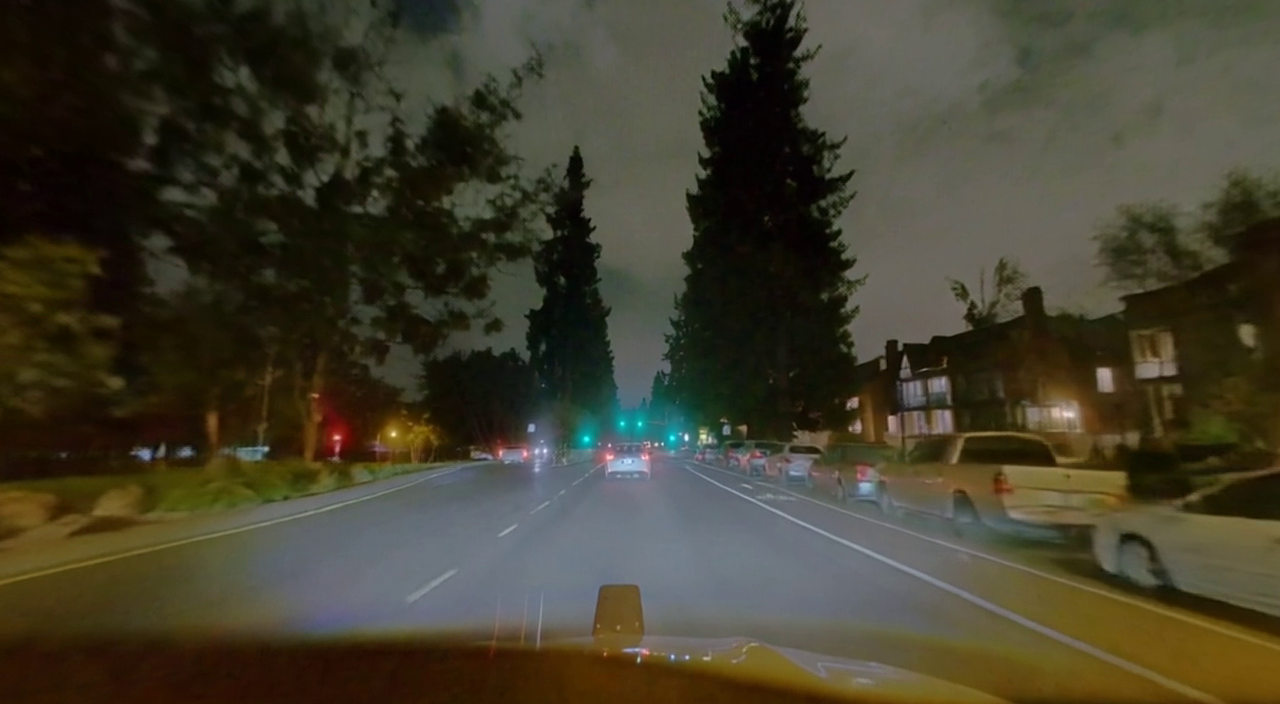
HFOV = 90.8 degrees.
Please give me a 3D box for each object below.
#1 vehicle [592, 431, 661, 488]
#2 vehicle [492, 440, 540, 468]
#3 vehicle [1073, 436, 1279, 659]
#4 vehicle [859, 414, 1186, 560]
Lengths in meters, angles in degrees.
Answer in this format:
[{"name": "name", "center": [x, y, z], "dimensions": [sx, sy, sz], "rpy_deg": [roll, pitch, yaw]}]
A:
[{"name": "vehicle", "center": [-0.450, 3.516, 21.008], "dimensions": [2.070, 1.698, 3.925], "rpy_deg": [0, -8, -1]}, {"name": "vehicle", "center": [-7.077, 5.872, 36.566], "dimensions": [2.105, 1.474, 4.808], "rpy_deg": [0, -8, -4]}, {"name": "vehicle", "center": [5.362, 1.316, 4.203], "dimensions": [2.005, 1.499, 4.108], "rpy_deg": [0, -8, 0]}, {"name": "vehicle", "center": [5.682, 2.064, 10.475], "dimensions": [2.233, 1.811, 4.922], "rpy_deg": [0, -8, -1]}]
